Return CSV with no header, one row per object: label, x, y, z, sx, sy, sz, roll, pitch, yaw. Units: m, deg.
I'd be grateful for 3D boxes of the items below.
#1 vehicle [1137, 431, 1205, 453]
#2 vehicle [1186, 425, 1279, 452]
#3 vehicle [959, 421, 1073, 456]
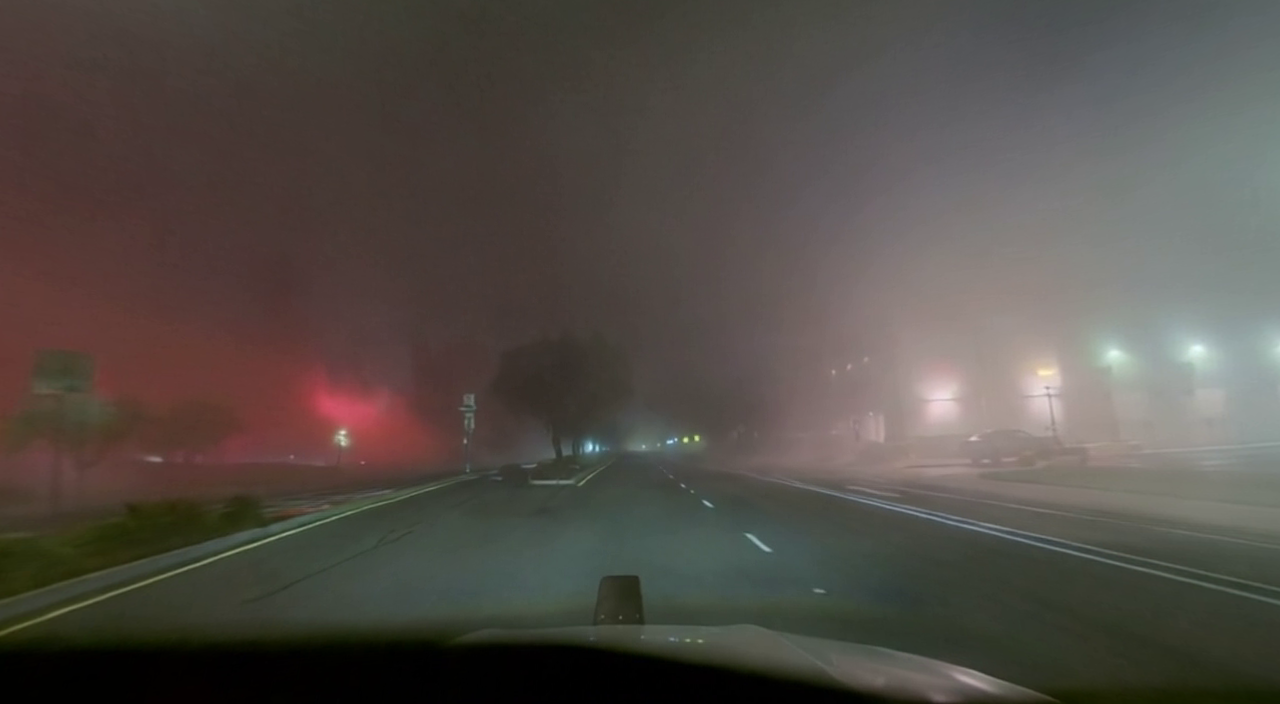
vehicle,39.858,6.775,47.468,3.517,1.432,1.583,-4,-8,0
vehicle,34.248,5.004,36.385,4.002,1.471,1.720,0,-9,-3
vehicle,20.009,4.621,33.773,4.656,1.752,2.309,0,-9,-4
